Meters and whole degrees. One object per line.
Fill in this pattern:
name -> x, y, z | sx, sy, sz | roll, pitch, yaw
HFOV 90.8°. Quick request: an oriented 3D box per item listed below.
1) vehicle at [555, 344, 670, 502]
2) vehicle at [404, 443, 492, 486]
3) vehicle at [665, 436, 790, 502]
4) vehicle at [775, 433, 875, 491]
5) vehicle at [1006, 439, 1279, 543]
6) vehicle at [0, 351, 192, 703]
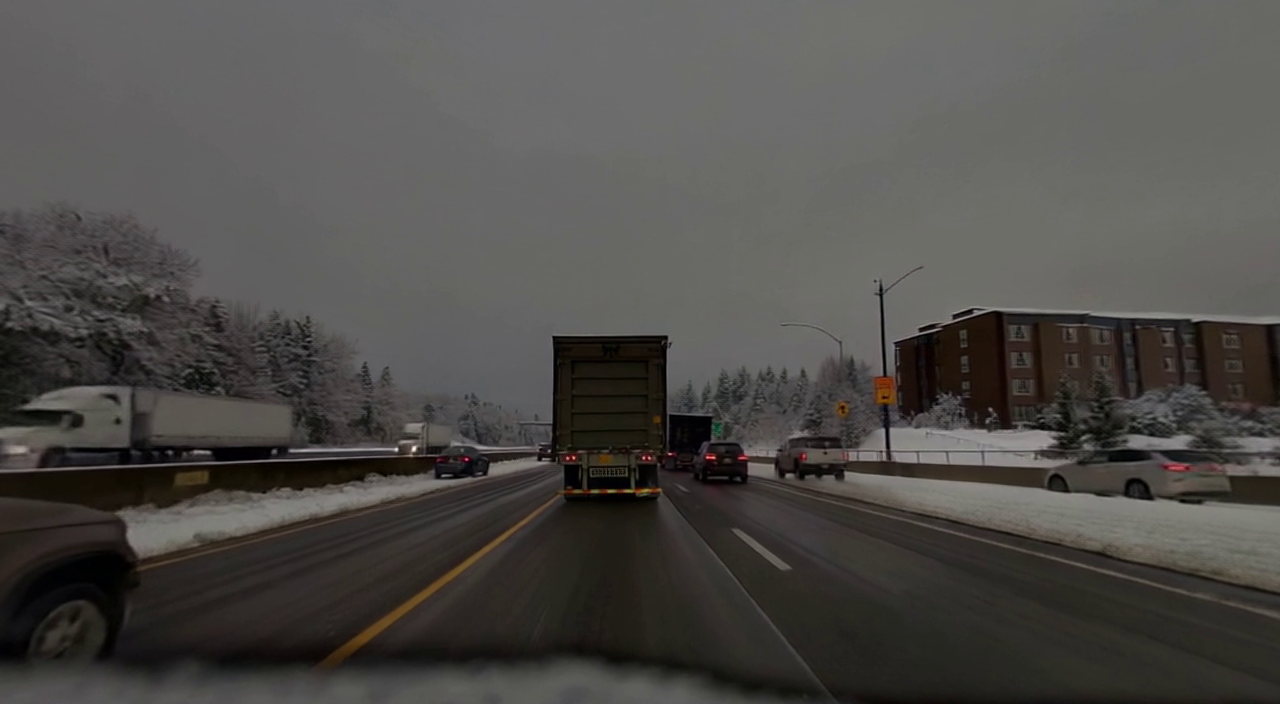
vehicle -> -0.764, 2.590, 21.579 | 2.906, 4.040, 10.743 | 0, -9, -1
vehicle -> -7.267, 4.273, 24.448 | 1.973, 1.471, 4.779 | 0, -9, -1
vehicle -> 2.939, 4.654, 26.426 | 2.869, 1.940, 14.755 | 0, -9, -1
vehicle -> 6.586, 3.966, 23.076 | 2.070, 1.888, 4.546 | 0, -9, -3
vehicle -> 9.369, 2.390, 11.662 | 2.002, 1.472, 4.950 | 0, -9, -4
vehicle -> -3.328, 0.656, 1.197 | 1.946, 1.641, 4.105 | 0, -9, -1
